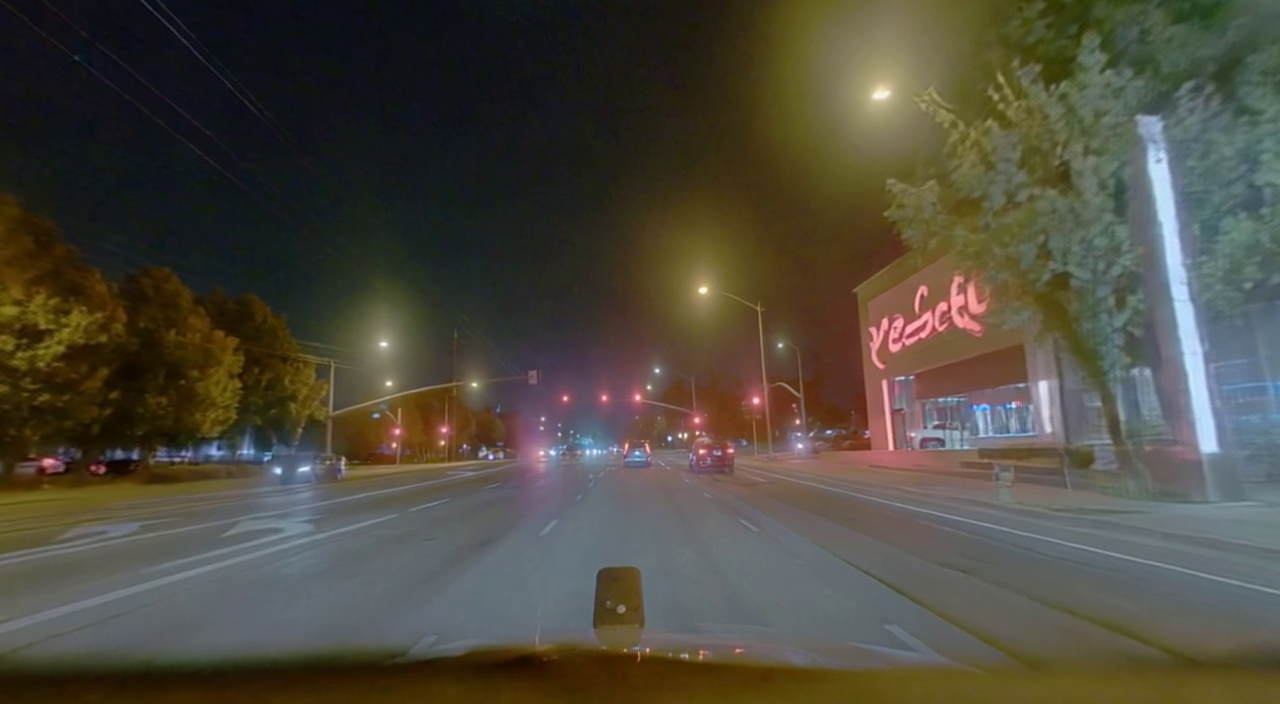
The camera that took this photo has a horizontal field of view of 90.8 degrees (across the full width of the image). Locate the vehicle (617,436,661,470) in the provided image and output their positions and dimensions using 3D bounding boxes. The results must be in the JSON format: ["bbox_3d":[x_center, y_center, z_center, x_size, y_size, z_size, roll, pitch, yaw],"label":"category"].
[{"bbox_3d":[-0.111,5.290,33.182,2.146,1.685,4.003,0,-9,-2],"label":"vehicle"}]

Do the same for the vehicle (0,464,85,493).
[{"bbox_3d":[-34.223,7.080,35.589,4.068,1.462,1.835,5,-10,-31],"label":"vehicle"}]

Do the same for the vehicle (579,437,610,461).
[{"bbox_3d":[-3.544,7.658,49.695,2.106,1.778,4.444,0,-9,0],"label":"vehicle"}]

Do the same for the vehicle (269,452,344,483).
[{"bbox_3d":[-18.231,6.291,34.739,1.832,1.515,4.369,0,-9,-2],"label":"vehicle"}]

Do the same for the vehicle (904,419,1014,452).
[{"bbox_3d":[15.656,4.143,31.212,4.344,1.512,1.936,-1,-9,5],"label":"vehicle"}]

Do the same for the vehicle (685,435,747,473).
[{"bbox_3d":[3.578,4.916,30.643,2.198,1.660,4.512,0,-9,-3],"label":"vehicle"}]
